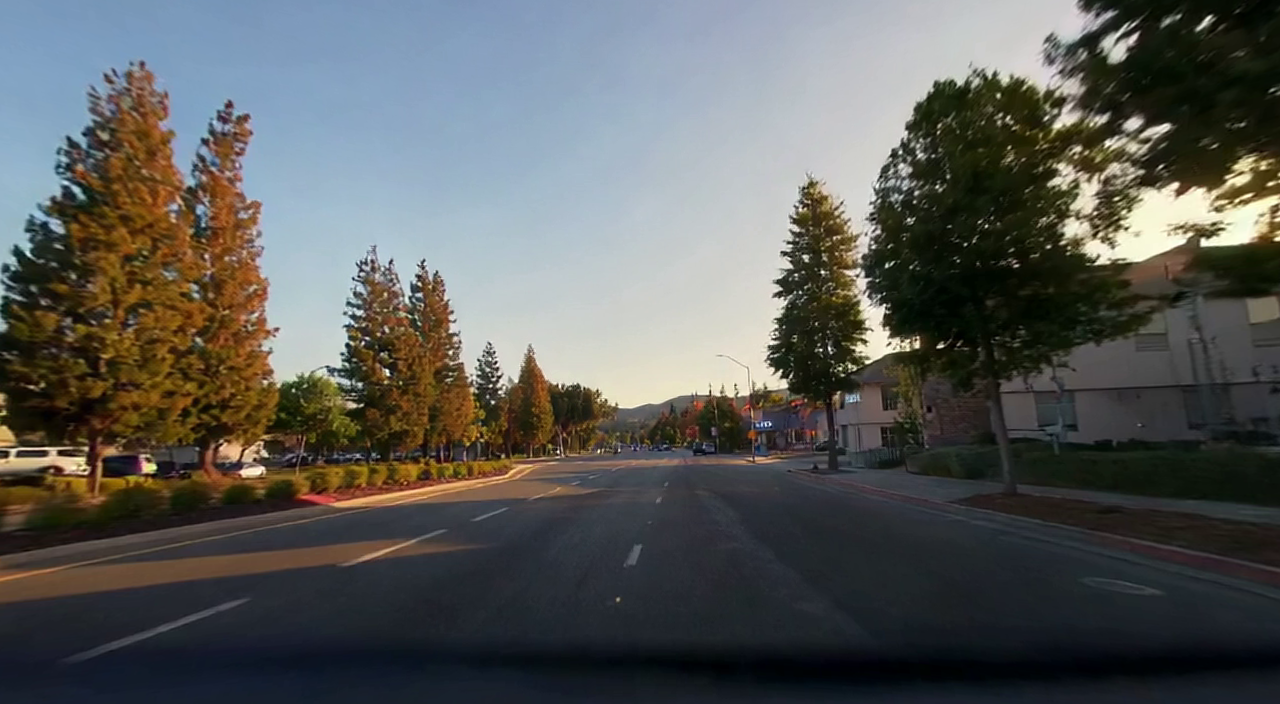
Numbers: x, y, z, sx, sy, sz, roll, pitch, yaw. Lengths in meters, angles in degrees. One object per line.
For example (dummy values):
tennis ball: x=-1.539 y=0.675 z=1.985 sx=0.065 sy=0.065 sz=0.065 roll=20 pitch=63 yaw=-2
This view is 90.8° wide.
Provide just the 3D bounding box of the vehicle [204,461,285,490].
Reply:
vehicle: x=-22.071 y=6.887 z=35.446 sx=1.618 sy=1.425 sz=4.159 roll=-1 pitch=-9 yaw=4

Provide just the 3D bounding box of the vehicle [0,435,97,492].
vehicle: x=-22.886 y=3.984 z=22.707 sx=1.693 sy=1.922 sz=5.304 roll=-1 pitch=-9 yaw=4

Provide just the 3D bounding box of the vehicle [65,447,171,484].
vehicle: x=-22.862 y=4.965 z=27.835 sx=1.321 sy=1.485 sz=3.681 roll=0 pitch=-9 yaw=3
